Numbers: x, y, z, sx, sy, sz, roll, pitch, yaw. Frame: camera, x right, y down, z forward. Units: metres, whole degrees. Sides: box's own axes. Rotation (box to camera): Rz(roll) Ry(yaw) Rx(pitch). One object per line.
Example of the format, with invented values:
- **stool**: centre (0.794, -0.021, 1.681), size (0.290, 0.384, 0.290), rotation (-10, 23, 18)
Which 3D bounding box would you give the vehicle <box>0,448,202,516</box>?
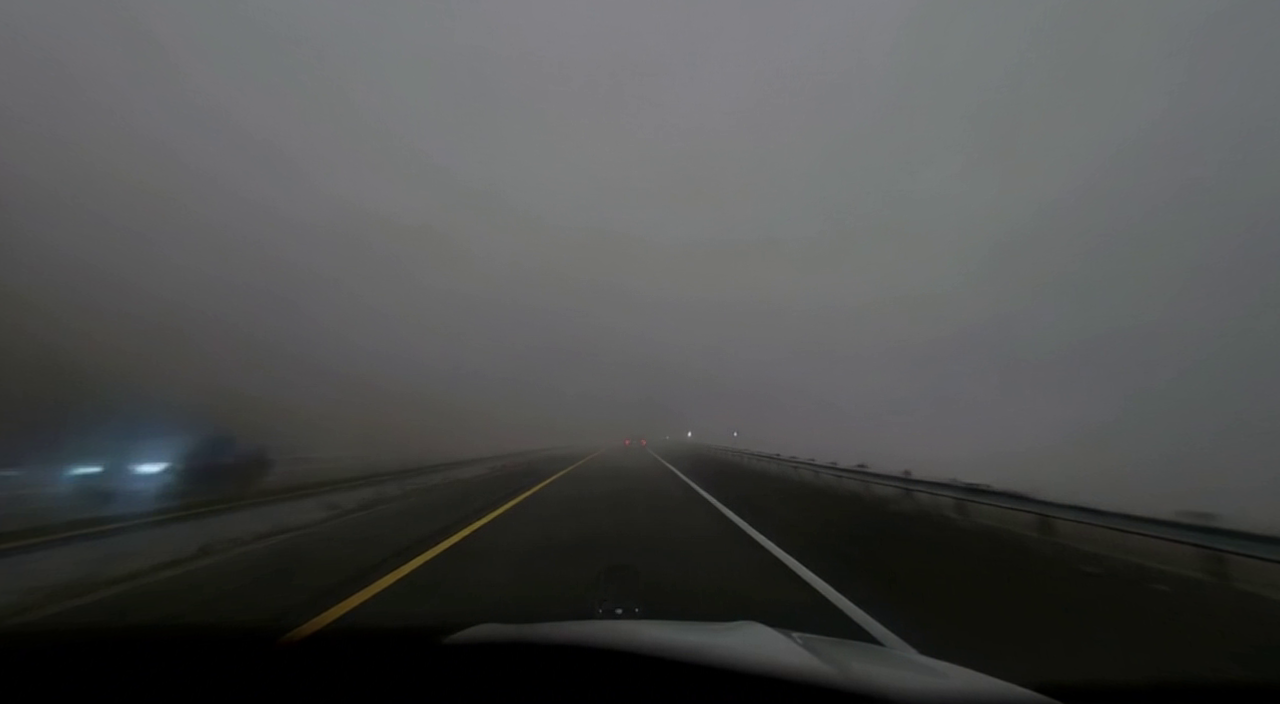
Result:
- **vehicle**: centre (-14.183, 3.340, 16.768), size (1.854, 1.495, 4.452), rotation (0, -8, -2)
